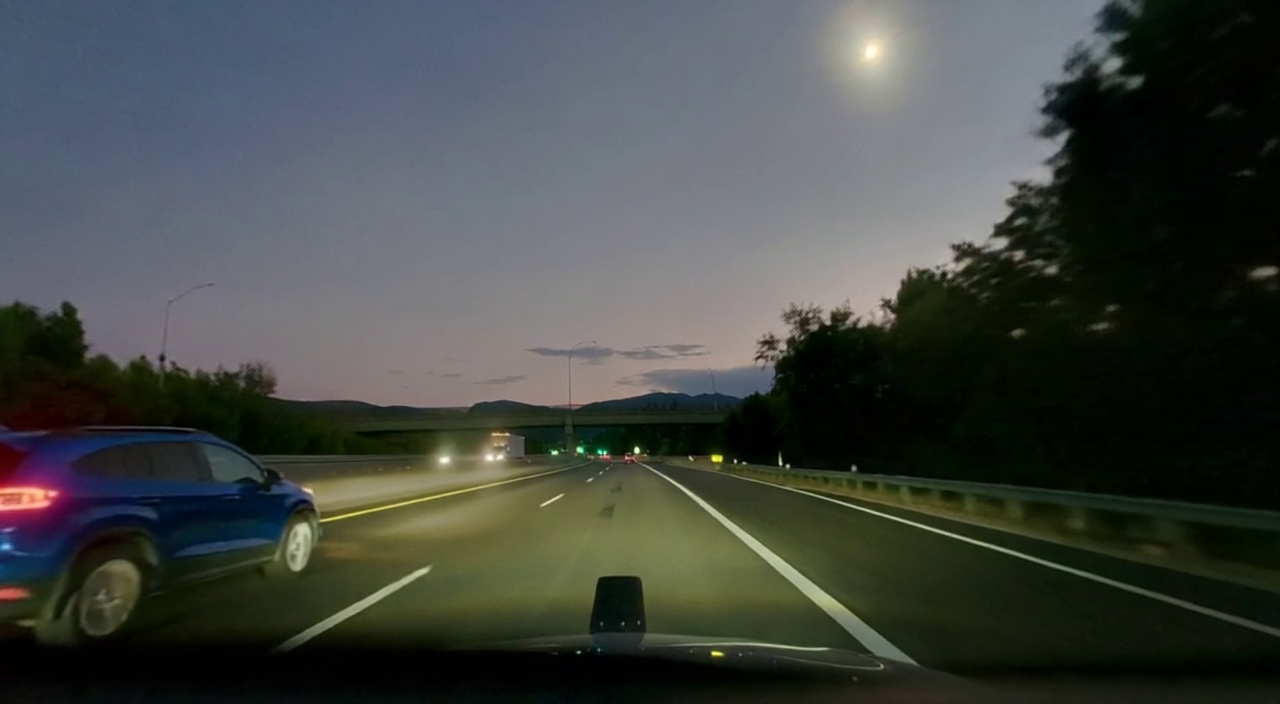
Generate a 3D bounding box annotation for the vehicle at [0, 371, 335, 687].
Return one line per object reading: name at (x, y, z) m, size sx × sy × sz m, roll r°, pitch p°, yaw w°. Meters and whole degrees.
vehicle at (-4.699, 1.214, 4.956) m, size 2.221 × 1.750 × 4.706 m, roll 0°, pitch -9°, yaw 0°
